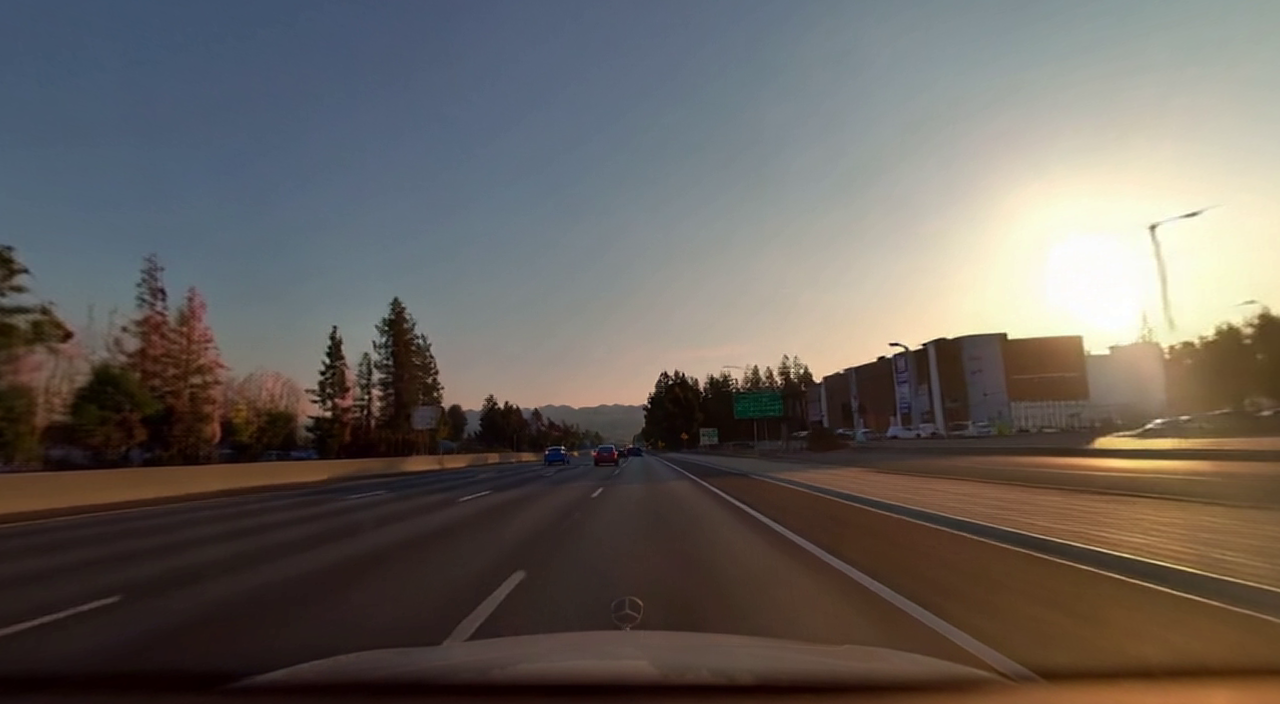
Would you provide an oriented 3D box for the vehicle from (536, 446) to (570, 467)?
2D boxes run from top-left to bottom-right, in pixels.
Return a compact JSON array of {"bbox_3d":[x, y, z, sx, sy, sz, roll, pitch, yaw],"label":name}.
[{"bbox_3d":[-6.453,7.838,47.316,1.936,1.462,4.388,0,-8,0],"label":"vehicle"}]
